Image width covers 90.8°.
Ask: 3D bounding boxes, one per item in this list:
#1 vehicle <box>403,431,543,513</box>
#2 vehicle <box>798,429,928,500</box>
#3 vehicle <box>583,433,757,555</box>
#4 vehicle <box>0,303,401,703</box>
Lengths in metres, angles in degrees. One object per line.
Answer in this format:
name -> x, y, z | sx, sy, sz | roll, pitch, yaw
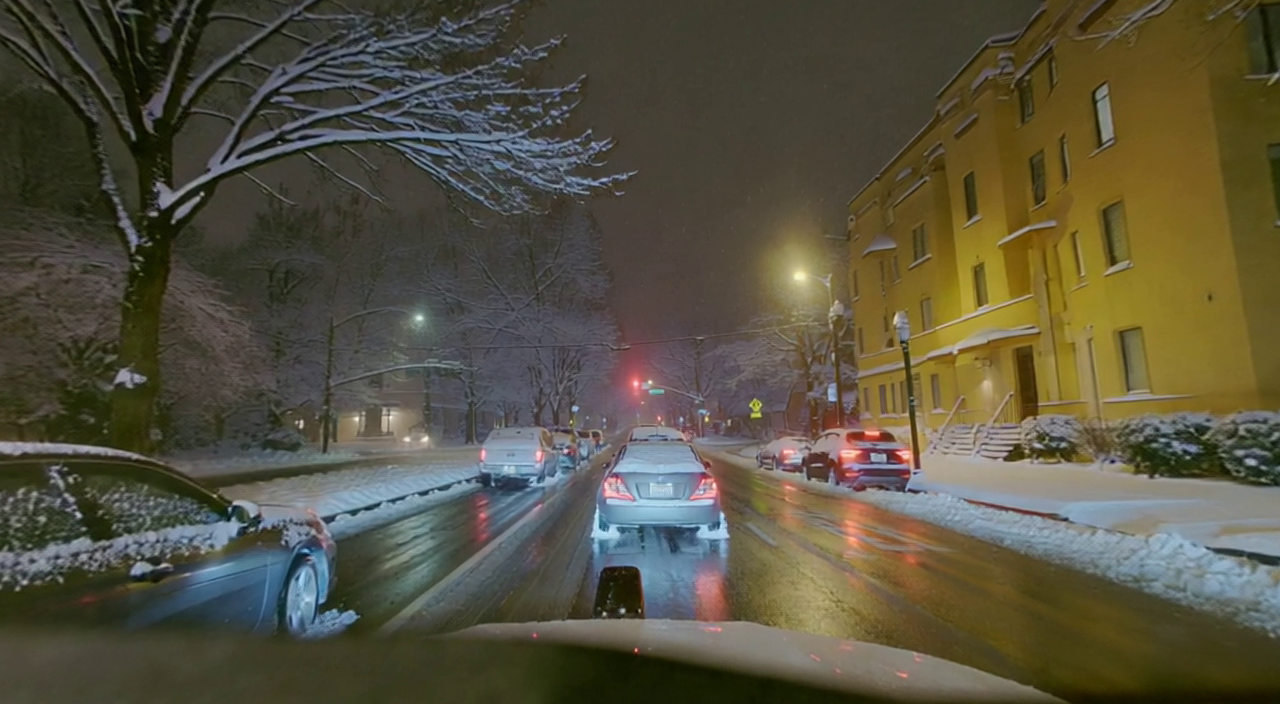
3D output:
vehicle -> -3.508, 2.617, 14.248 | 1.901, 1.522, 4.556 | 0, -9, 0
vehicle -> 6.346, 3.251, 18.681 | 2.025, 1.808, 4.579 | 0, -9, -2
vehicle -> 0.271, 1.997, 9.584 | 2.095, 1.438, 3.843 | 0, -9, -3
vehicle -> -3.267, 0.934, 3.394 | 2.152, 1.802, 4.628 | 0, -9, 0
